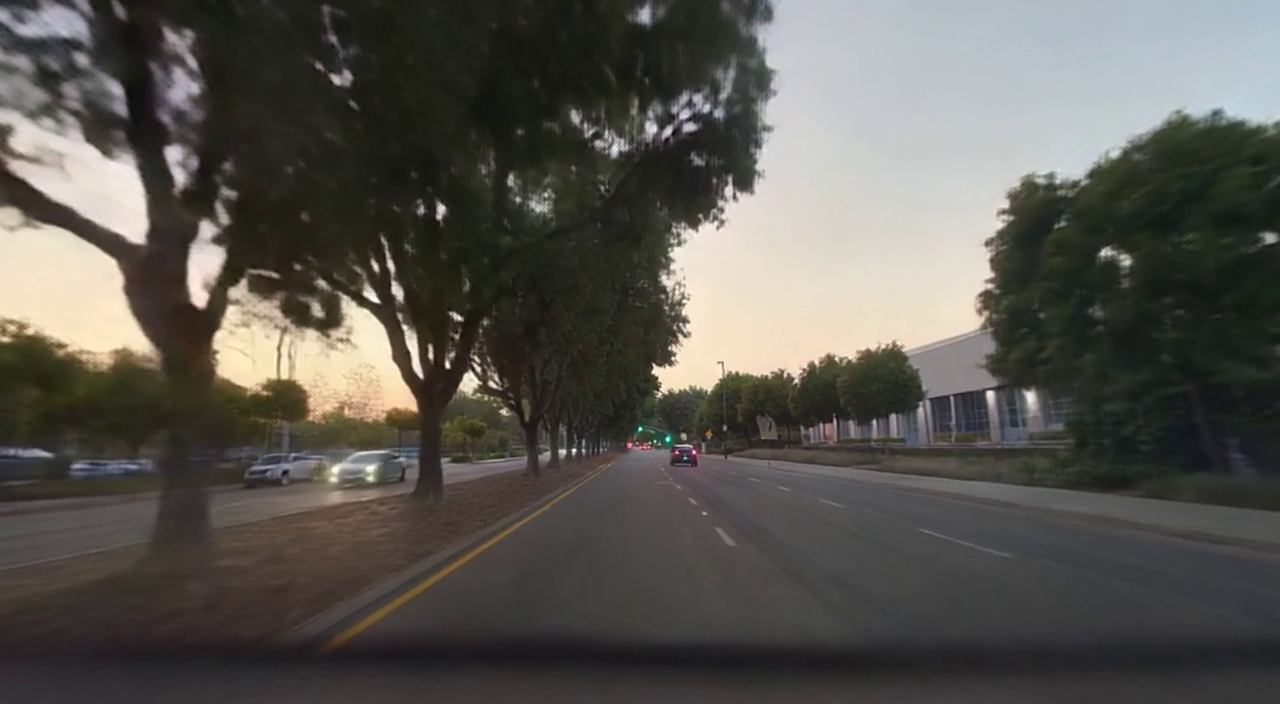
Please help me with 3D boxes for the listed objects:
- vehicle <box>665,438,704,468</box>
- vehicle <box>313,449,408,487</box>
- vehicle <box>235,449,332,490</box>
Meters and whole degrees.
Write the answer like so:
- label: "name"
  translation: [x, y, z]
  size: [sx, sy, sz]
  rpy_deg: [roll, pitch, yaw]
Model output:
- label: "vehicle"
  translation: [2.866, 6.639, 41.564]
  size: [2.085, 1.828, 5.383]
  rpy_deg: [0, -8, -1]
- label: "vehicle"
  translation: [-11.831, 4.906, 27.143]
  size: [1.890, 1.446, 4.714]
  rpy_deg: [0, -9, 1]
- label: "vehicle"
  translation: [-16.971, 5.580, 30.356]
  size: [2.052, 1.776, 4.483]
  rpy_deg: [0, -8, 0]
